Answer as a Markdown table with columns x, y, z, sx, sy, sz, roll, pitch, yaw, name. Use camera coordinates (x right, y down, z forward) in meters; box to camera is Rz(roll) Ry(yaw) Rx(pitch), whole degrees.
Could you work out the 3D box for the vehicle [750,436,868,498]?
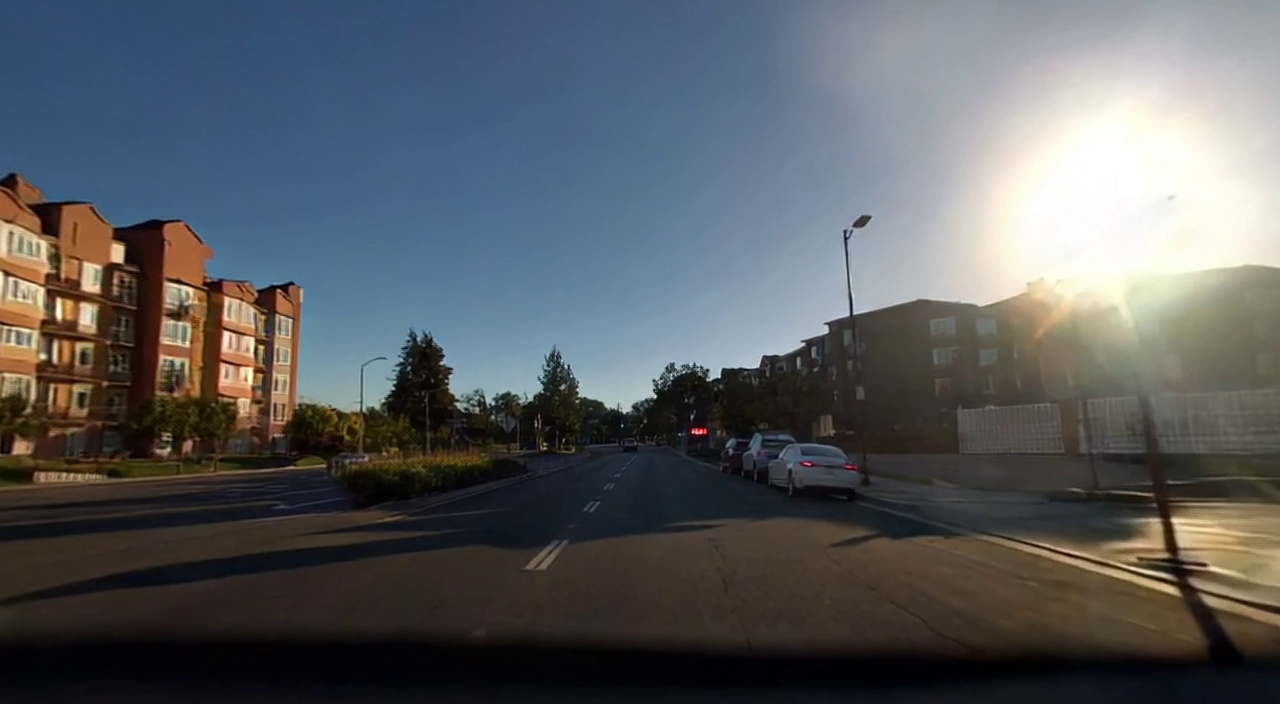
| x | y | z | sx | sy | sz | roll | pitch | yaw | name |
| --- | --- | --- | --- | --- | --- | --- | --- | --- | --- |
| 4.652 | 3.237 | 18.246 | 2.085 | 1.509 | 5.134 | 0 | -8 | 1 | vehicle |
